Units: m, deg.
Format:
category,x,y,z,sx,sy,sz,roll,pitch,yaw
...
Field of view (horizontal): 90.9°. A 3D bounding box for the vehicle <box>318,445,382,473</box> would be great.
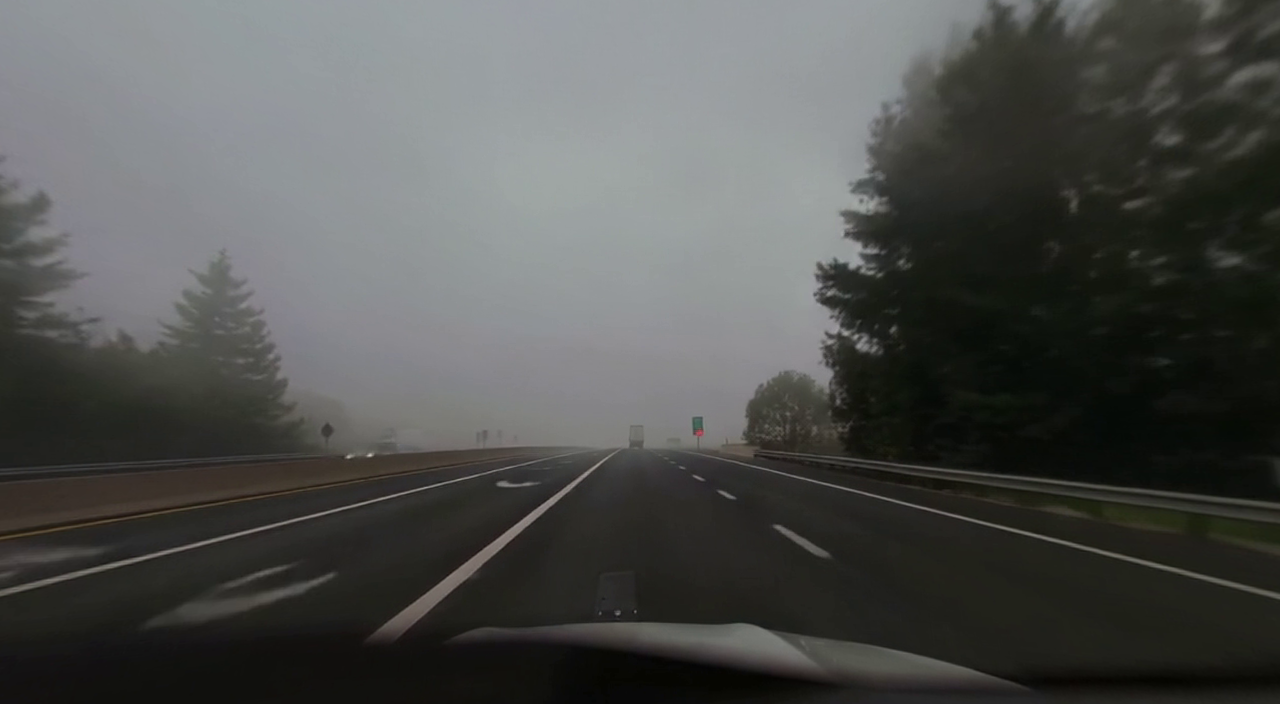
category,x,y,z,sx,sy,sz,roll,pitch,yaw
vehicle,-16.609,6.099,36.336,1.745,1.427,4.337,0,-8,-1
